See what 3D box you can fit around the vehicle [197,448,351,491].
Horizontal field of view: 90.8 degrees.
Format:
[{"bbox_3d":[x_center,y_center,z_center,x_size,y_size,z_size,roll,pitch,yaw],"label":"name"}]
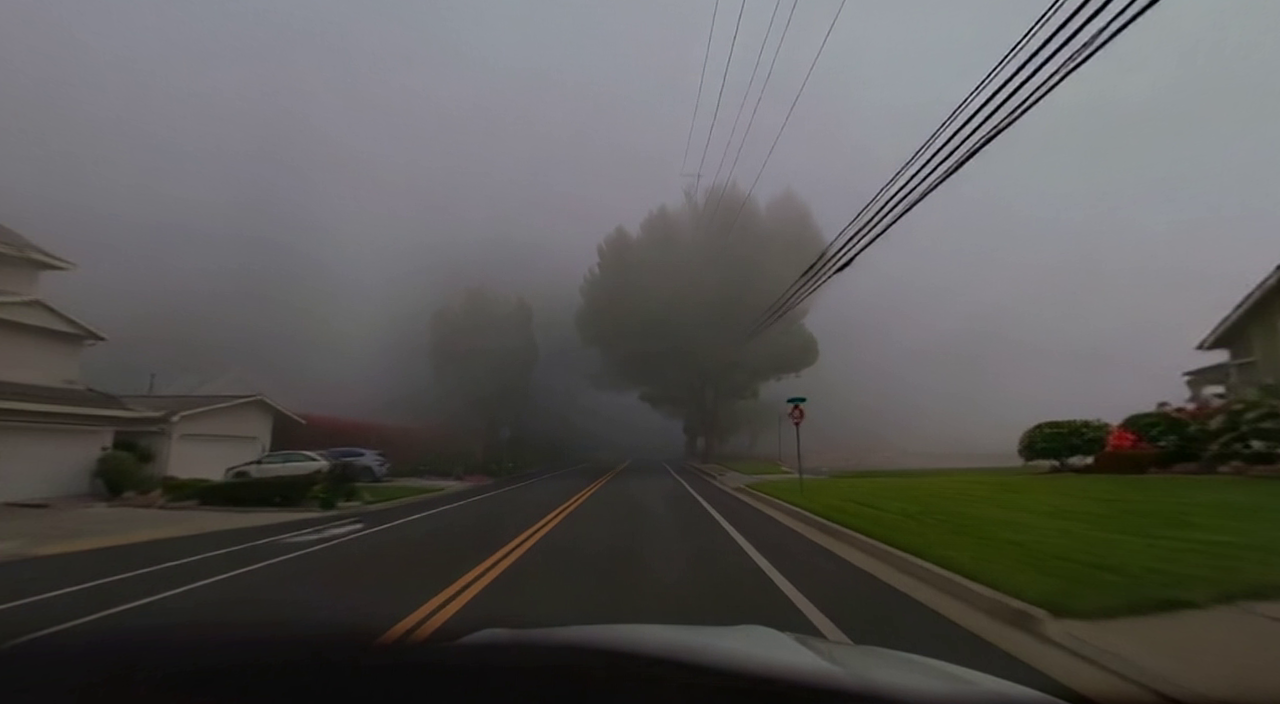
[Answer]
[{"bbox_3d":[-14.050,4.528,24.522,4.554,1.535,2.261,0,-9,-3],"label":"vehicle"}]
